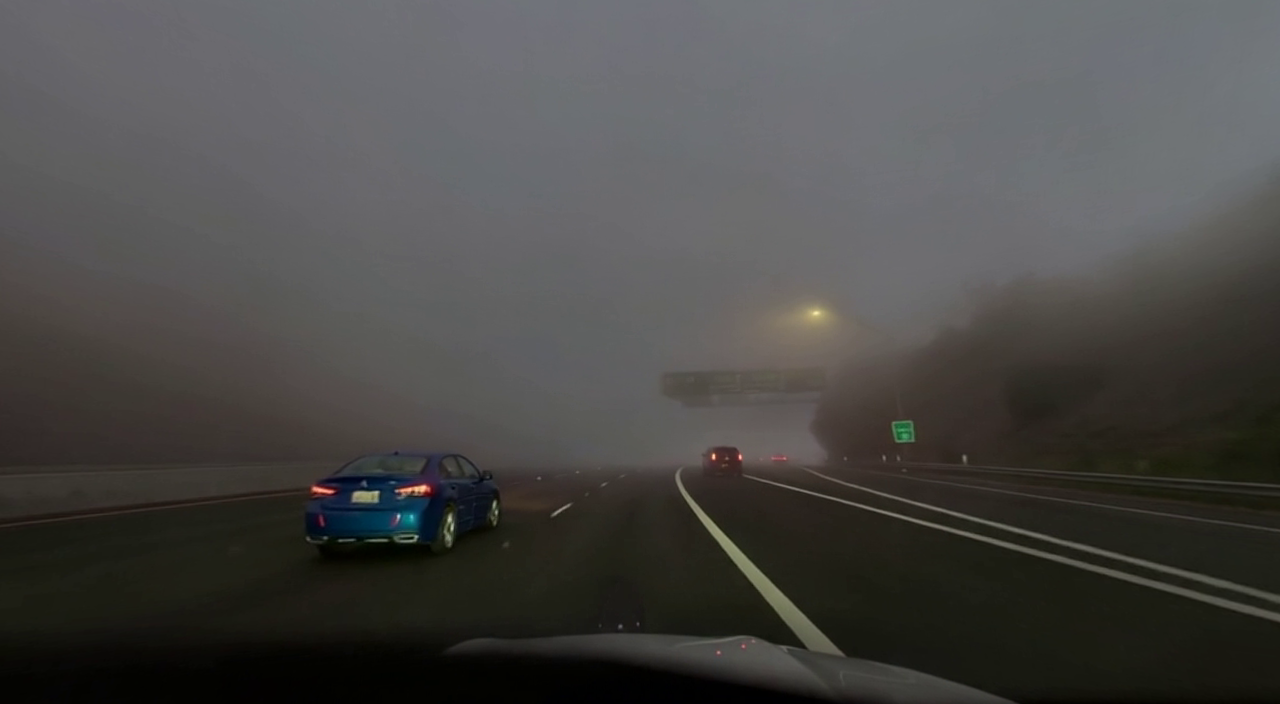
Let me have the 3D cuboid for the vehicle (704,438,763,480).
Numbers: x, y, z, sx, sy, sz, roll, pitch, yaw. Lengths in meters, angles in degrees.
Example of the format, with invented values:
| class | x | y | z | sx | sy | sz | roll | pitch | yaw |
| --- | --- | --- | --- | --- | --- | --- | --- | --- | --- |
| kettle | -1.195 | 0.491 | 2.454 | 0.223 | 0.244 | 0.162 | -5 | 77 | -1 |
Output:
| class | x | y | z | sx | sy | sz | roll | pitch | yaw |
| --- | --- | --- | --- | --- | --- | --- | --- | --- | --- |
| vehicle | 4.395 | 5.124 | 30.424 | 2.225 | 1.833 | 4.340 | 0 | -9 | 1 |

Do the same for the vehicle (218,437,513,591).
| class | x | y | z | sx | sy | sz | roll | pitch | yaw |
| --- | --- | --- | --- | --- | --- | --- | --- | --- | --- |
| vehicle | -3.155 | 1.941 | 8.452 | 1.937 | 1.490 | 4.372 | 0 | -9 | 1 |
